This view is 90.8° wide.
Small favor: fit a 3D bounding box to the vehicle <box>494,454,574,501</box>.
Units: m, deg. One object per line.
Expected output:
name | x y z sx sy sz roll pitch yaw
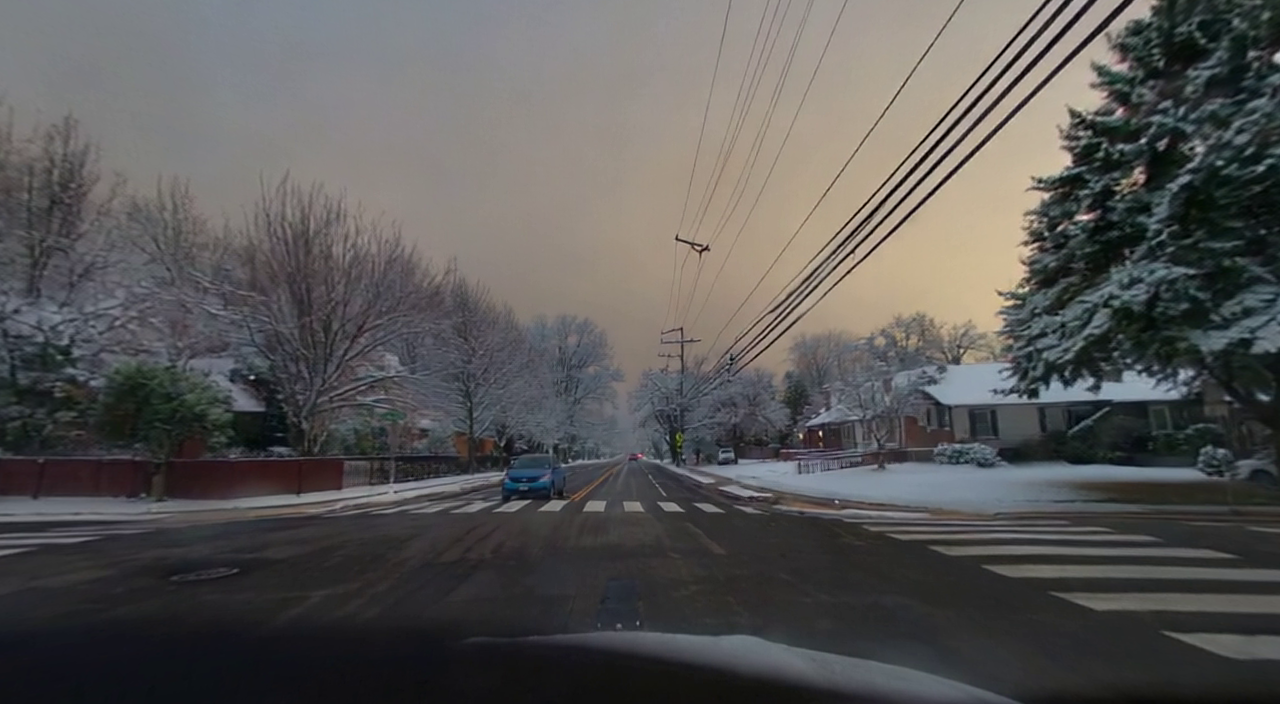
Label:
vehicle | -3.700 4.449 22.791 2.102 1.463 4.024 0 -9 1
